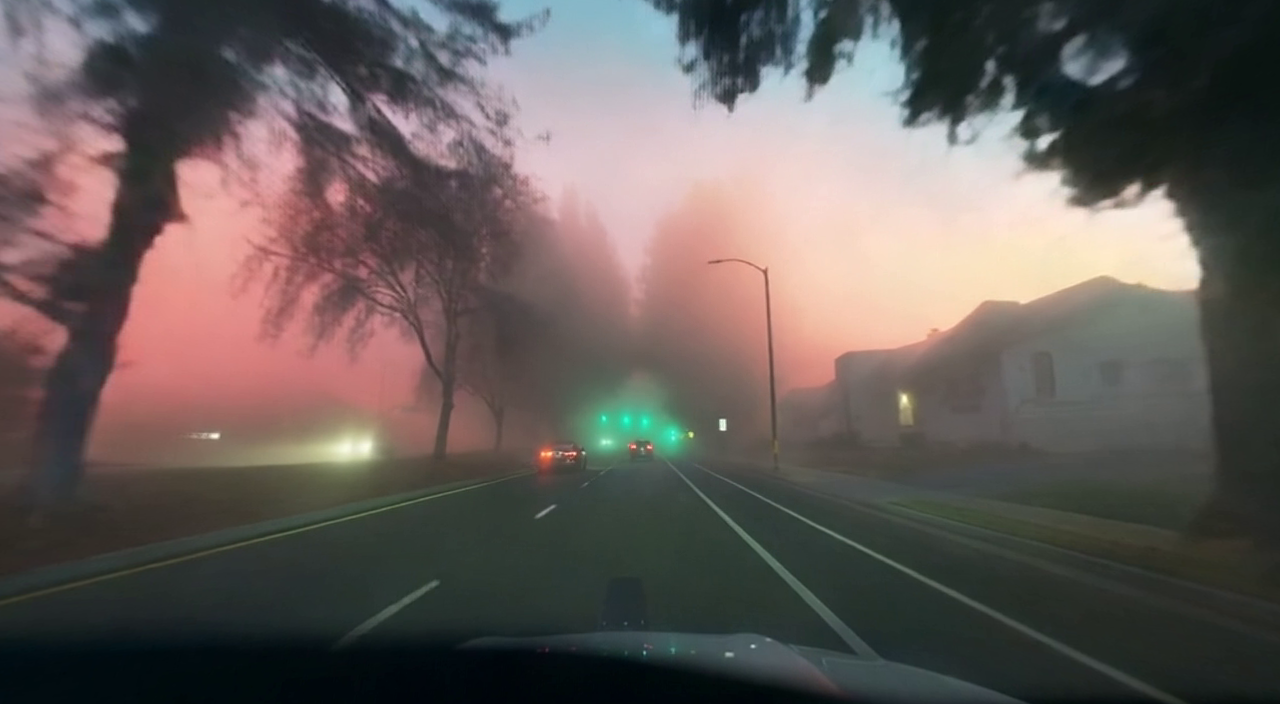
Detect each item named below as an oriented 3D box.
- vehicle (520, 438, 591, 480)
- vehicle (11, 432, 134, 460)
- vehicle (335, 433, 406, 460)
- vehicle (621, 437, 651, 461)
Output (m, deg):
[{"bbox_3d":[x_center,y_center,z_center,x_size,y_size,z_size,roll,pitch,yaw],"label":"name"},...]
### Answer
[{"bbox_3d":[-3.179,4.142,24.702,2.015,1.470,4.458,0,-8,2],"label":"vehicle"},{"bbox_3d":[-38.737,6.464,43.190,5.670,1.815,2.766,0,-9,-1],"label":"vehicle"},{"bbox_3d":[-16.743,5.918,39.509,2.341,1.527,4.616,0,-8,1],"label":"vehicle"},{"bbox_3d":[-0.265,7.317,47.637,2.153,1.764,4.047,0,-8,0],"label":"vehicle"}]
